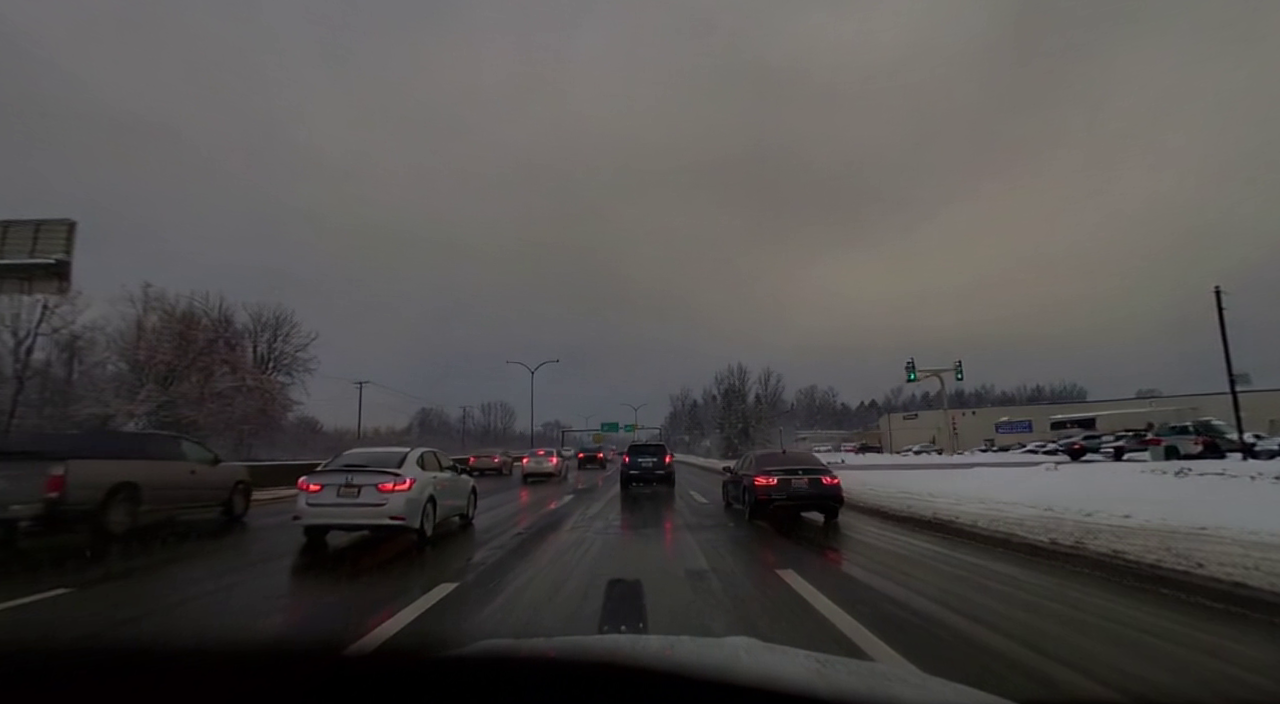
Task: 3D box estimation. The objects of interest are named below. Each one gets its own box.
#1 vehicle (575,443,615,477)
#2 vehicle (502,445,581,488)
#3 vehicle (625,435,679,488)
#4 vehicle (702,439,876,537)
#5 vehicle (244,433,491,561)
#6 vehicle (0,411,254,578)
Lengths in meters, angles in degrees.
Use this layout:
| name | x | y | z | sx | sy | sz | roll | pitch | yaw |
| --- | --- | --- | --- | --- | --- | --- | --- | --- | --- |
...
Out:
| name | x | y | z | sx | sy | sz | roll | pitch | yaw |
| --- | --- | --- | --- | --- | --- | --- | --- | --- | --- |
| vehicle | -2.363 | 5.501 | 32.283 | 1.937 | 1.601 | 3.798 | 1 | -9 | -6 |
| vehicle | -3.611 | 4.283 | 23.998 | 2.132 | 1.464 | 4.481 | 0 | -9 | 2 |
| vehicle | 0.338 | 3.429 | 19.904 | 1.537 | 1.507 | 3.424 | 0 | -9 | 0 |
| vehicle | 2.506 | 2.417 | 11.929 | 2.018 | 1.470 | 4.491 | 0 | -9 | -3 |
| vehicle | -3.740 | 2.048 | 9.630 | 1.883 | 1.500 | 4.161 | 0 | -9 | 0 |
| vehicle | -7.645 | 1.778 | 8.581 | 2.065 | 1.692 | 4.475 | 0 | -9 | -3 |
